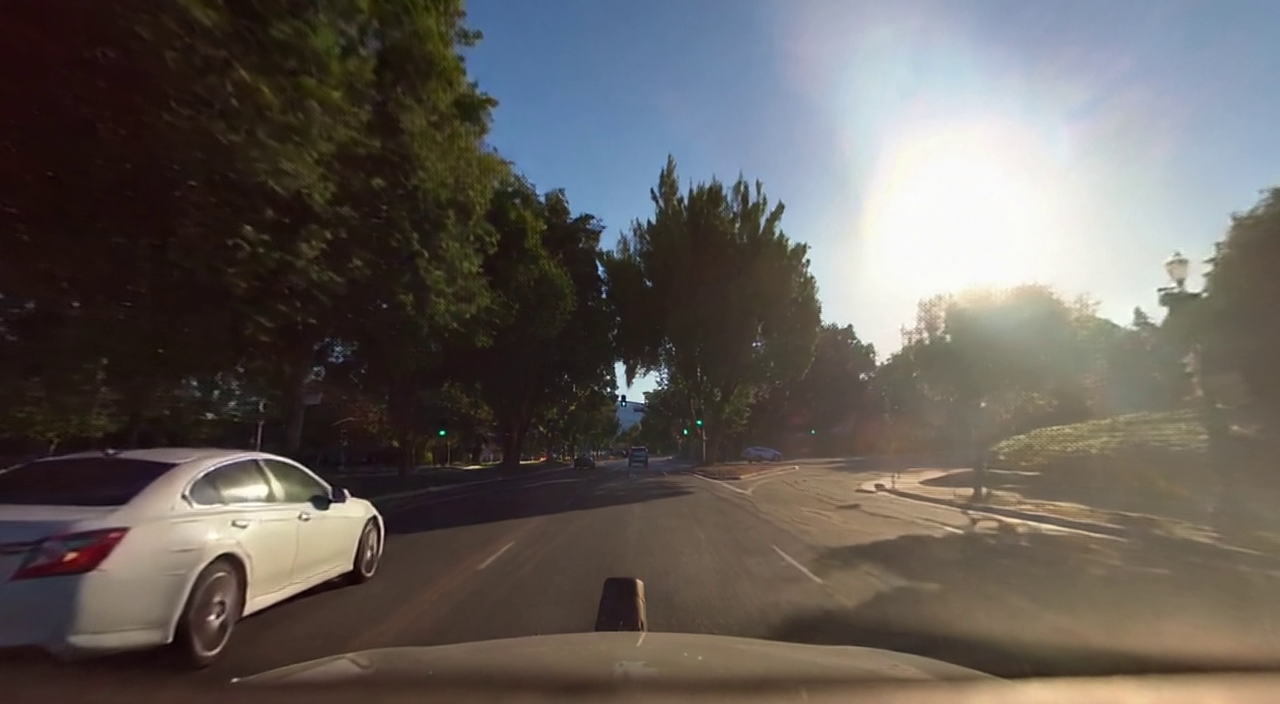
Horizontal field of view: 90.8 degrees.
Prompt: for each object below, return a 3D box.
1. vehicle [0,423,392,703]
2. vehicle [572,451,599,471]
[{"bbox_3d":[-3.700,1.326,4.563,1.968,1.459,4.433,0,-9,1],"label":"vehicle"},{"bbox_3d":[-4.267,8.559,49.725,1.674,1.408,4.141,0,-9,1],"label":"vehicle"}]
